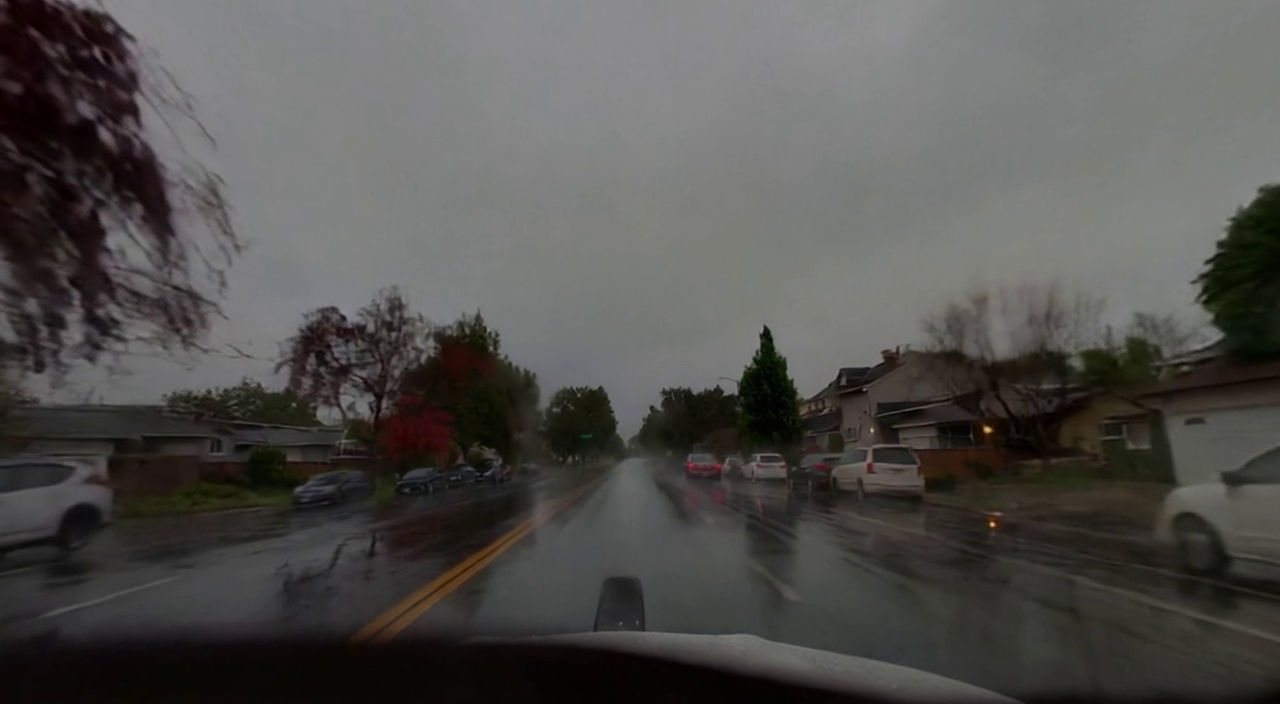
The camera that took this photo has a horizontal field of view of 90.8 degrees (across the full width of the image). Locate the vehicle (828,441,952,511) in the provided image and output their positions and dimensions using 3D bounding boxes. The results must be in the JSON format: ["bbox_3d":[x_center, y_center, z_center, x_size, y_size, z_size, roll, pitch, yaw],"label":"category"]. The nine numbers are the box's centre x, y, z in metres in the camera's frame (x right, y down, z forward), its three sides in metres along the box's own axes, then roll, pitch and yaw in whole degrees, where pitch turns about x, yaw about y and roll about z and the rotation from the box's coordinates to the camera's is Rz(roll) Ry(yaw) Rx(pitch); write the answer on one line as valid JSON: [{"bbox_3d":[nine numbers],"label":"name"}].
[{"bbox_3d":[7.495,3.715,19.563,1.873,1.867,4.673,0,-8,-1],"label":"vehicle"}]

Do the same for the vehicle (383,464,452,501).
[{"bbox_3d":[-11.854,6.971,34.075,1.888,1.668,5.052,0,-8,0],"label":"vehicle"}]

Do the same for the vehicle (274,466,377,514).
[{"bbox_3d":[-11.790,5.163,24.042,1.809,1.476,4.423,0,-8,-3],"label":"vehicle"}]

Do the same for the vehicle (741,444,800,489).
[{"bbox_3d":[7.154,6.333,35.330,2.081,2.286,4.941,0,-8,-2],"label":"vehicle"}]

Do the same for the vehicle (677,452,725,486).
[{"bbox_3d":[3.129,6.093,33.241,1.951,1.620,4.582,0,-8,-2],"label":"vehicle"}]

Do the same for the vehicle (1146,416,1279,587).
[{"bbox_3d":[7.839,1.449,5.756,2.001,1.793,5.146,0,-8,-3],"label":"vehicle"}]

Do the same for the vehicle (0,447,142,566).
[{"bbox_3d":[-11.568,2.620,10.934,2.181,1.920,4.570,0,-8,-1],"label":"vehicle"}]

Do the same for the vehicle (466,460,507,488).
[{"bbox_3d":[-11.578,9.198,47.941,2.049,1.848,4.693,0,-8,-1],"label":"vehicle"}]
